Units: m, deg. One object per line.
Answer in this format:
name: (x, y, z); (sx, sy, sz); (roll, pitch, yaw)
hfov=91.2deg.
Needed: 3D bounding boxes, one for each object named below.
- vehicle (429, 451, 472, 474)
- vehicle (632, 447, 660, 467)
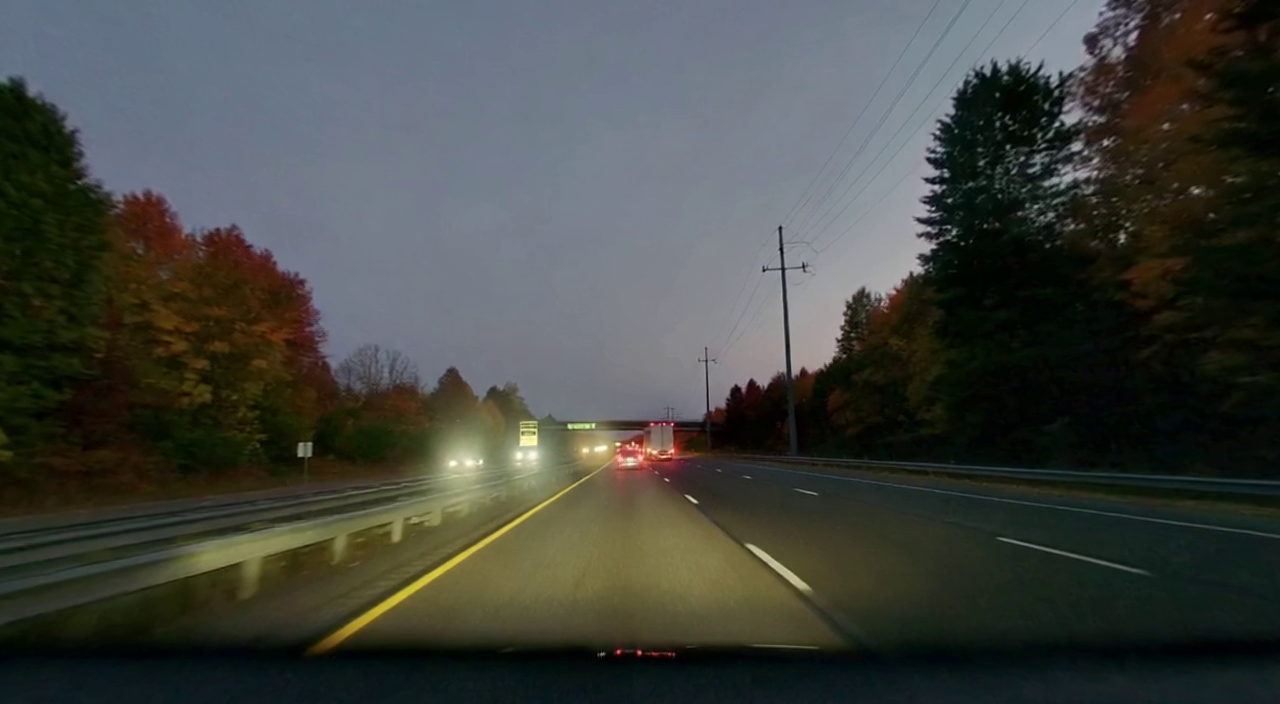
vehicle: (-14.110, 8.242, 46.992); (1.930, 1.569, 4.186); (0, -9, 0)
vehicle: (0.401, 8.307, 49.710); (1.961, 1.454, 3.755); (0, -9, -3)
